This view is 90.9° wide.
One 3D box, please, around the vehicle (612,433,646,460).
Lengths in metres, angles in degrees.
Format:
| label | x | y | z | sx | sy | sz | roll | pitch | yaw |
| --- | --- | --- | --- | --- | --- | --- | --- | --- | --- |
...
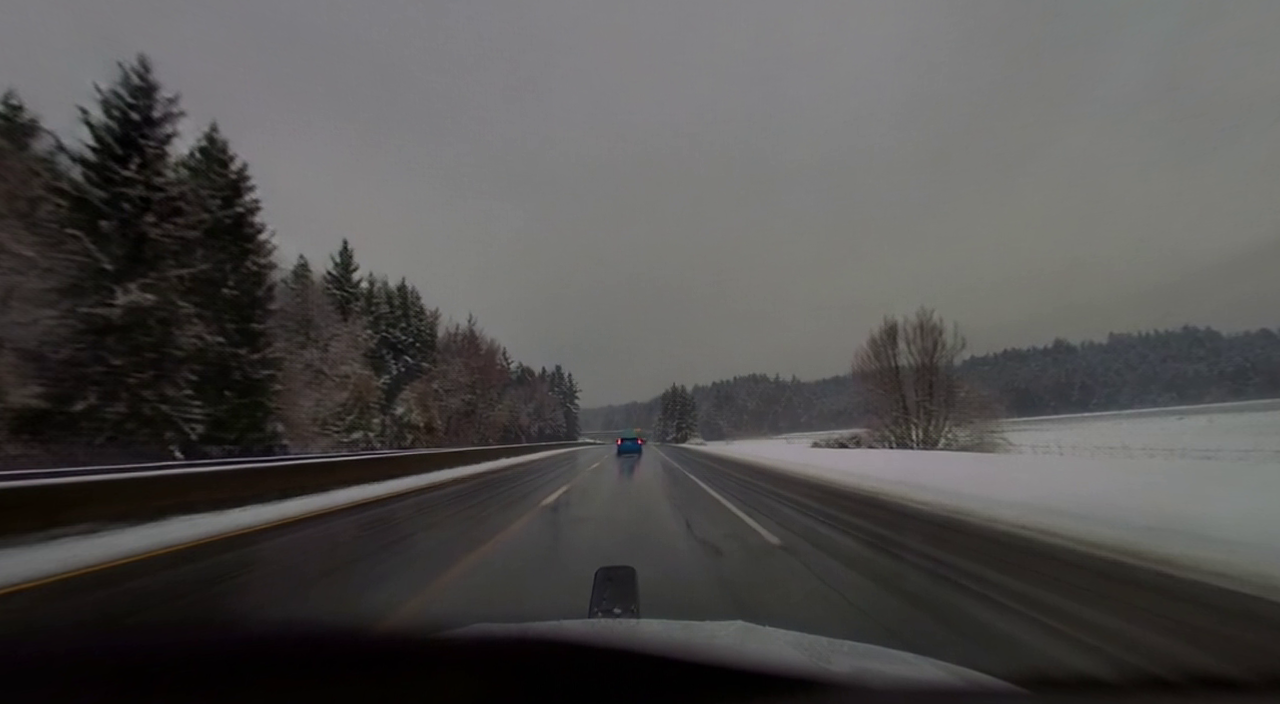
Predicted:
| label | x | y | z | sx | sy | sz | roll | pitch | yaw |
| --- | --- | --- | --- | --- | --- | --- | --- | --- | --- |
| vehicle | -0.700 | 6.213 | 41.532 | 2.094 | 1.653 | 4.283 | 0 | -8 | 0 |
